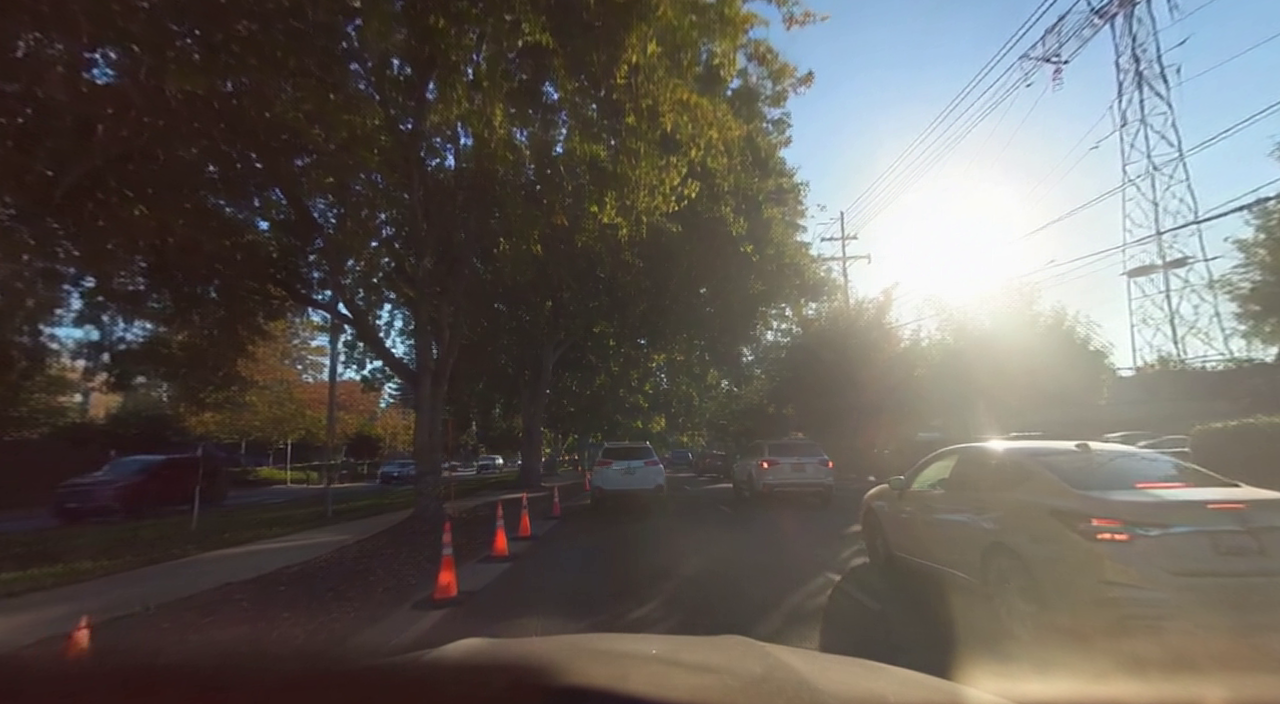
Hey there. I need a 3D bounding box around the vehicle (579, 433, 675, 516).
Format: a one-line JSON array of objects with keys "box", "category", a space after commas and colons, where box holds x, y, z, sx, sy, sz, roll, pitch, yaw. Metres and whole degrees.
[{"box": [-0.311, 2.927, 15.592, 2.050, 1.745, 3.915, 0, -8, -1], "category": "vehicle"}]

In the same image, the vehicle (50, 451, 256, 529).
[{"box": [-12.572, 3.526, 16.782, 1.911, 1.693, 4.452, -1, -8, 0], "category": "vehicle"}]

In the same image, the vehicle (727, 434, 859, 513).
[{"box": [3.748, 3.058, 16.493, 2.116, 1.726, 4.672, 0, -8, -2], "category": "vehicle"}]

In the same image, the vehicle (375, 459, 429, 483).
[{"box": [-16.362, 8.168, 43.661, 1.973, 1.457, 4.564, 0, -8, -1], "category": "vehicle"}]

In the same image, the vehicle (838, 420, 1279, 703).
[{"box": [3.404, 1.387, 5.244, 1.977, 1.460, 4.565, 0, -8, -1], "category": "vehicle"}]

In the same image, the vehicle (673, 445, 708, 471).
[{"box": [3.817, 8.076, 48.370, 2.175, 1.788, 4.271, 0, -8, -2], "category": "vehicle"}]
